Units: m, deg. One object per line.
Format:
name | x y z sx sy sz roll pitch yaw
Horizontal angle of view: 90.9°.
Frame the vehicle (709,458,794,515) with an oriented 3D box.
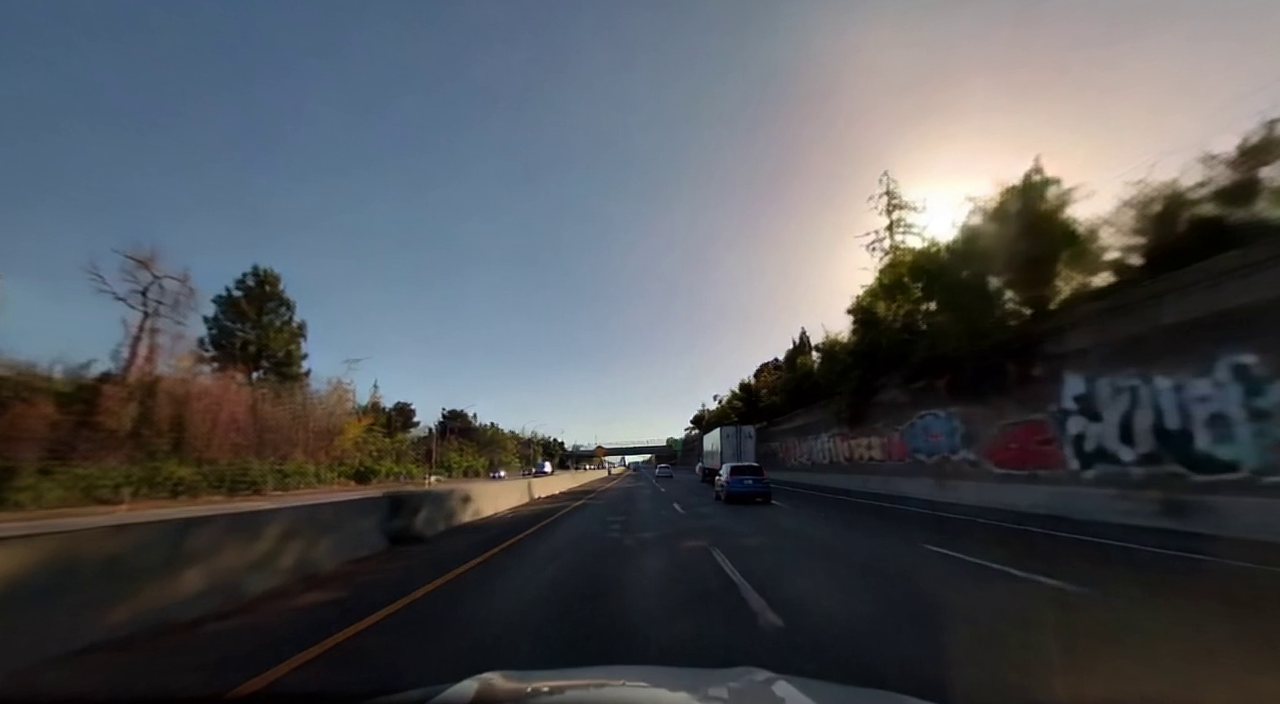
vehicle | 3.389 4.176 19.880 2.011 1.574 3.512 1 -10 0
